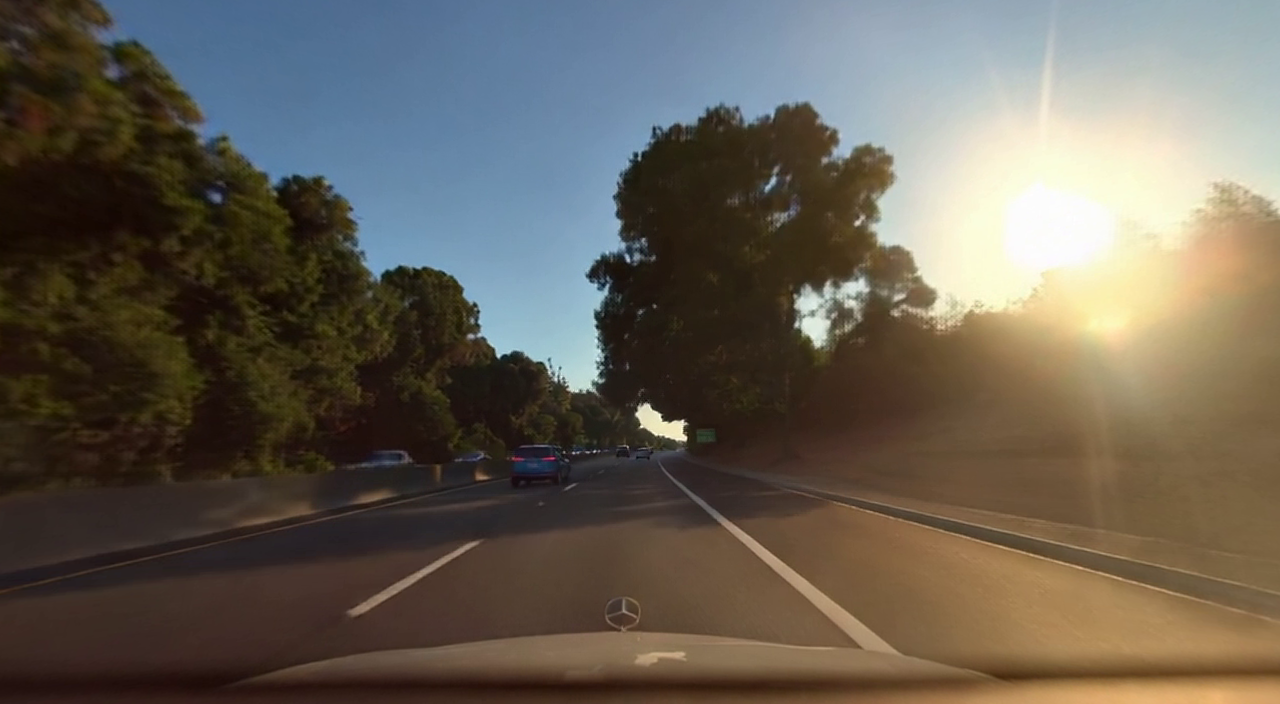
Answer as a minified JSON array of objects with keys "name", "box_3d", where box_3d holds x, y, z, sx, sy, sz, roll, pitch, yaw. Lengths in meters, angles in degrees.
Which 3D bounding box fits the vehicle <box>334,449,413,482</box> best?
[{"name":"vehicle","box_3d":[-12.487,5.309,29.876,1.831,1.438,4.282,0,-9,1]}]

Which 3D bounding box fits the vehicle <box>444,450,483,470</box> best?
[{"name":"vehicle","box_3d":[-13.348,8.181,47.932,1.828,1.414,3.803,0,-9,1]}]

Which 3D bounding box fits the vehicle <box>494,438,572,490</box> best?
[{"name":"vehicle","box_3d":[-3.891,4.169,23.849,2.110,1.727,4.607,0,-9,1]}]
